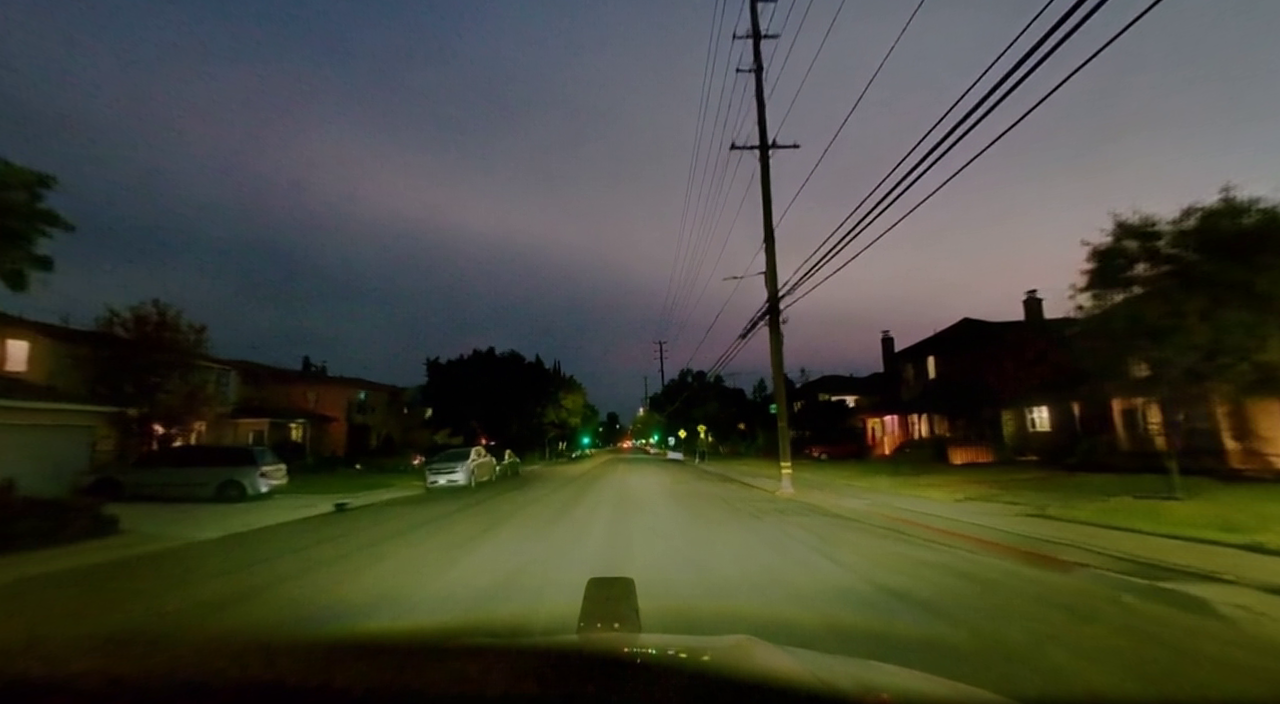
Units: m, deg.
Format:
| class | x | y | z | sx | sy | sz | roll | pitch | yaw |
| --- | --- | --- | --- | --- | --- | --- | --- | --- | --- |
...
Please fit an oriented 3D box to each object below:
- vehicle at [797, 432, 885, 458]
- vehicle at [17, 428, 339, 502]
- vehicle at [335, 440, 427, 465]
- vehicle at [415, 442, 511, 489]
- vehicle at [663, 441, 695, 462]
| class | x | y | z | sx | sy | sz | roll | pitch | yaw |
| --- | --- | --- | --- | --- | --- | --- | --- | --- | --- |
| vehicle | 12.050 | 5.623 | 38.041 | 4.605 | 1.492 | 1.898 | 0 | -8 | -1 |
| vehicle | -12.182 | 3.012 | 17.197 | 6.619 | 1.759 | 2.632 | 0 | -8 | -2 |
| vehicle | -16.034 | 6.237 | 39.282 | 4.833 | 1.489 | 1.987 | 0 | -8 | 2 |
| vehicle | -6.372 | 4.117 | 23.428 | 2.208 | 1.491 | 5.089 | 0 | -8 | -1 |
| vehicle | 2.815 | 7.341 | 46.726 | 1.925 | 1.482 | 4.326 | 0 | -8 | -2 |
